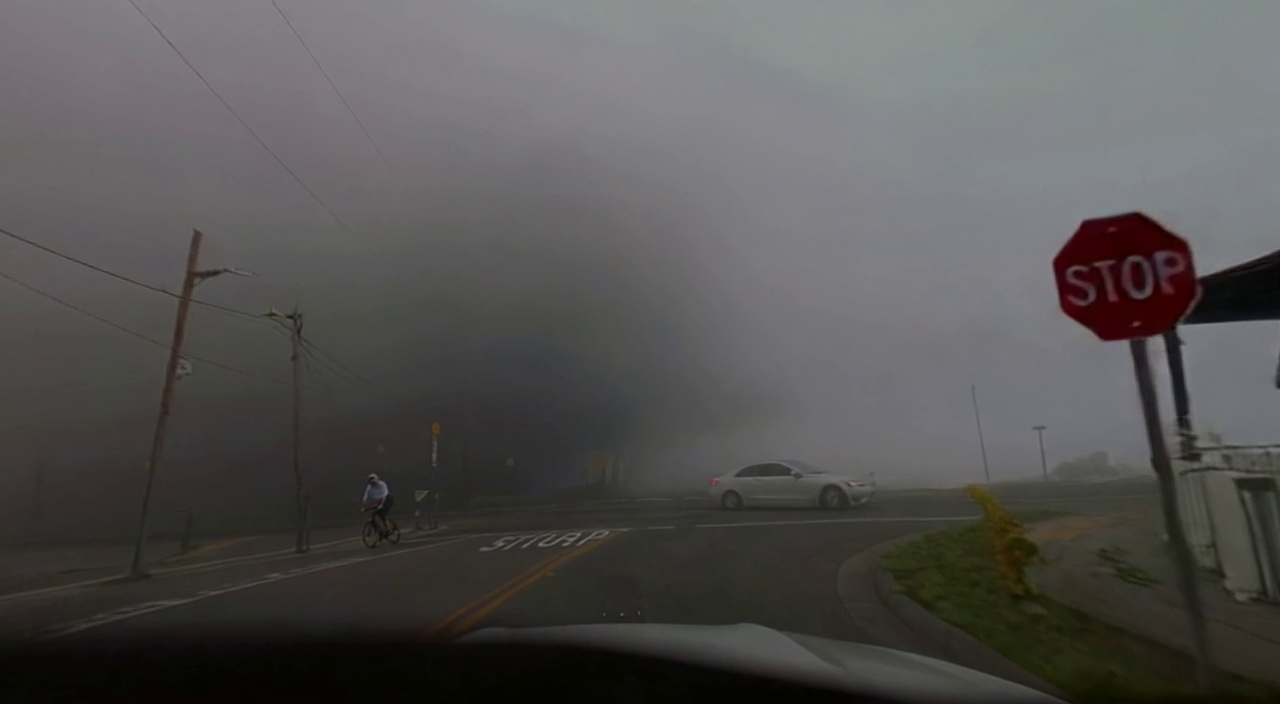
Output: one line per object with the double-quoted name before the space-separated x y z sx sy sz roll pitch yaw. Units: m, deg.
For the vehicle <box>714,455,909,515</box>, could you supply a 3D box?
"vehicle" 4.920 3.861 18.958 2.112 1.479 5.323 7 -11 -40
